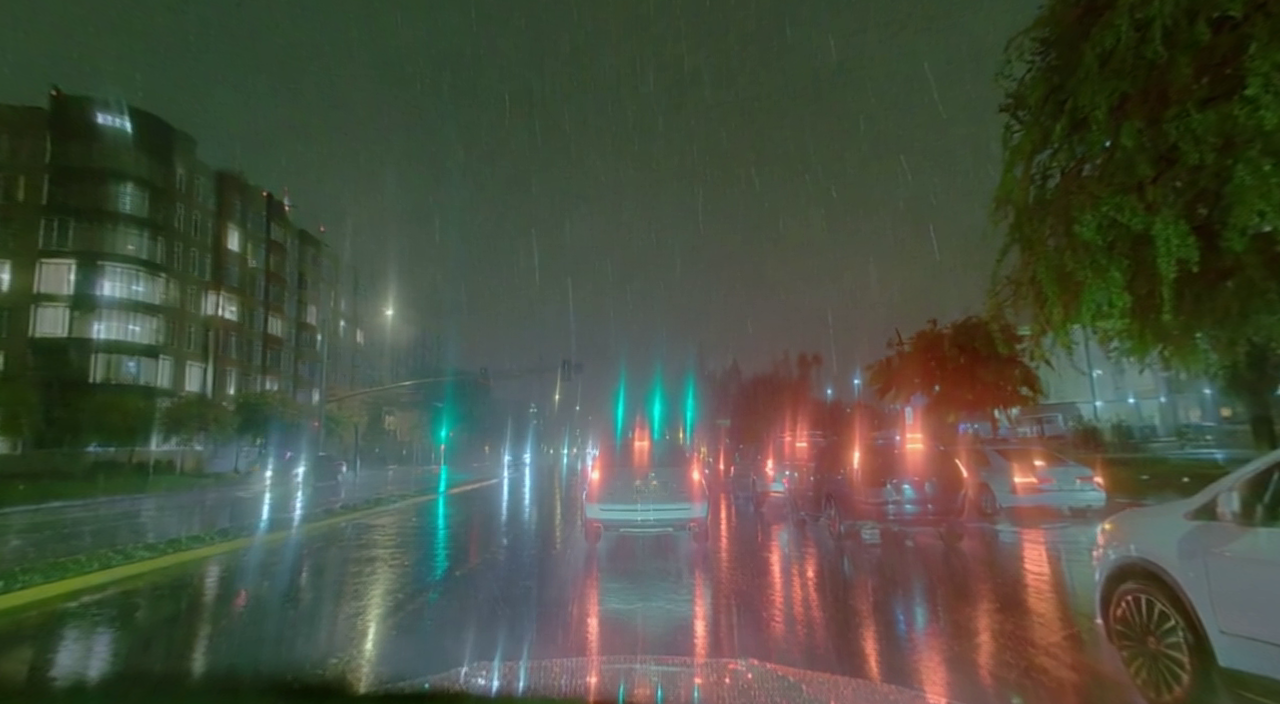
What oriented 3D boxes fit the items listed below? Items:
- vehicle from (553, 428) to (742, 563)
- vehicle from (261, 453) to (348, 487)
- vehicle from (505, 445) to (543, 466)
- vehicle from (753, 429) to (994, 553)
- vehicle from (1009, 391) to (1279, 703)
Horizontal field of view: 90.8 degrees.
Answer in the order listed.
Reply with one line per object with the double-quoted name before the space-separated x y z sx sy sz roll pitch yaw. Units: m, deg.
"vehicle" 0.051 1.910 9.172 2.105 1.474 4.127 0 -8 -1
"vehicle" -16.238 5.726 30.879 1.848 1.447 4.501 0 -8 -1
"vehicle" -9.094 8.141 49.930 2.000 1.519 4.964 0 -8 1
"vehicle" 3.246 2.021 9.968 1.995 1.483 4.533 0 -8 -1
"vehicle" 3.215 0.771 1.421 1.982 1.491 4.664 0 -8 1
